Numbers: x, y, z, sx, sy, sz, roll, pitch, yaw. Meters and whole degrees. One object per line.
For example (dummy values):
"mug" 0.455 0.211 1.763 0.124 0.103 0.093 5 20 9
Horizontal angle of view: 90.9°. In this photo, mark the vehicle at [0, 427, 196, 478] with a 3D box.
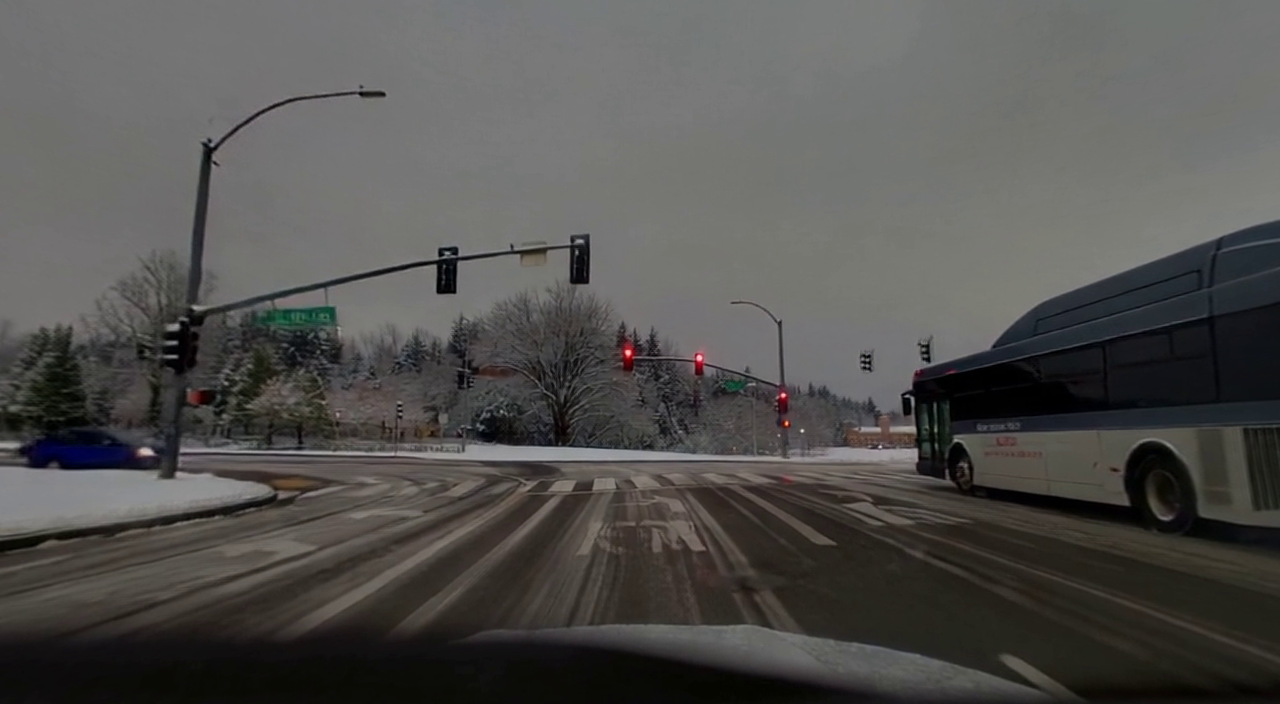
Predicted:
"vehicle" -19.381 3.604 22.773 5.014 1.675 1.906 3 -9 -19

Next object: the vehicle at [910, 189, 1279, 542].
"vehicle" 9.221 0.905 12.324 2.916 4.009 13.397 -1 -8 4
